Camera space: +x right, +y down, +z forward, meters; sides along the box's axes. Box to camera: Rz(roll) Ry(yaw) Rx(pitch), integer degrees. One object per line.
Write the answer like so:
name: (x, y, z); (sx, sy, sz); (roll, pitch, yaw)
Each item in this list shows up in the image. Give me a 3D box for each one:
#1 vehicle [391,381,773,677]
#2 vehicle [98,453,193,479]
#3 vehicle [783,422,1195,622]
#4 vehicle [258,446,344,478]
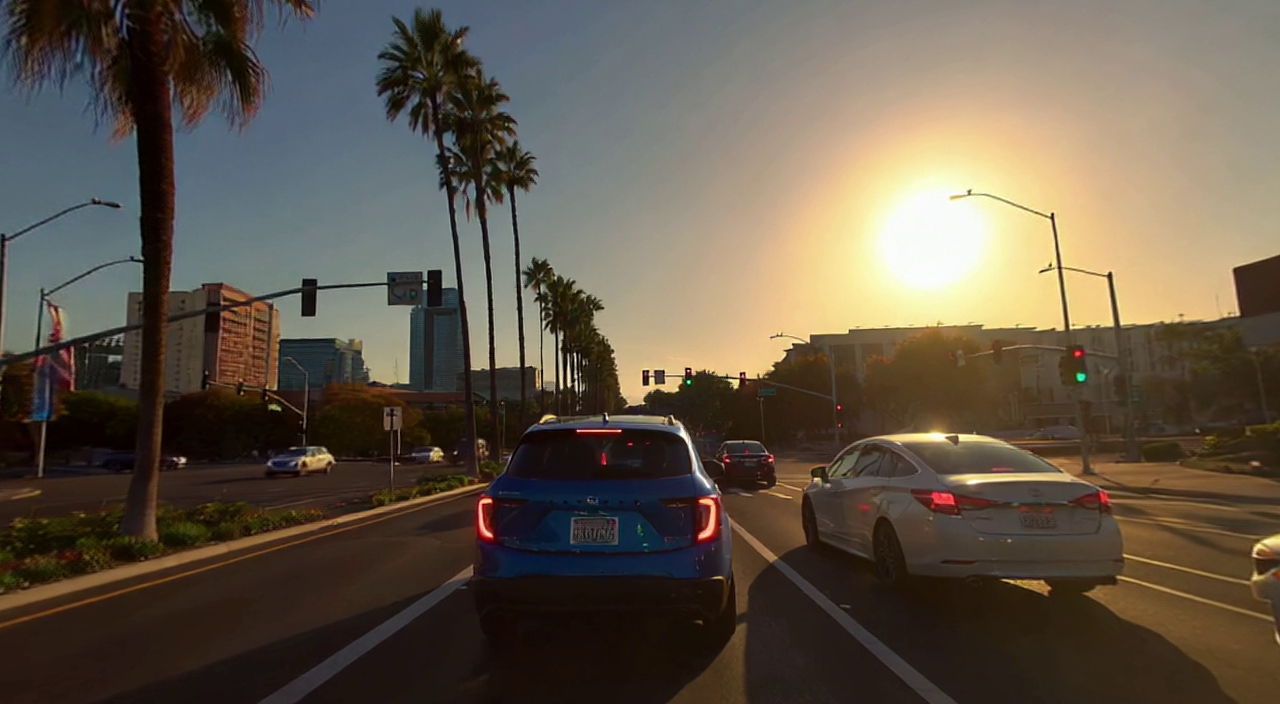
vehicle: (-0.334, 1.312, 5.698); (2.172, 1.694, 4.055); (0, -9, 0)
vehicle: (-37.012, 8.527, 47.093); (5.347, 1.785, 2.123); (0, -8, 1)
vehicle: (3.120, 1.605, 6.990); (1.971, 1.473, 4.495); (0, -8, 0)
vehicle: (-19.863, 6.437, 37.118); (2.119, 1.786, 5.252); (0, -9, 0)
